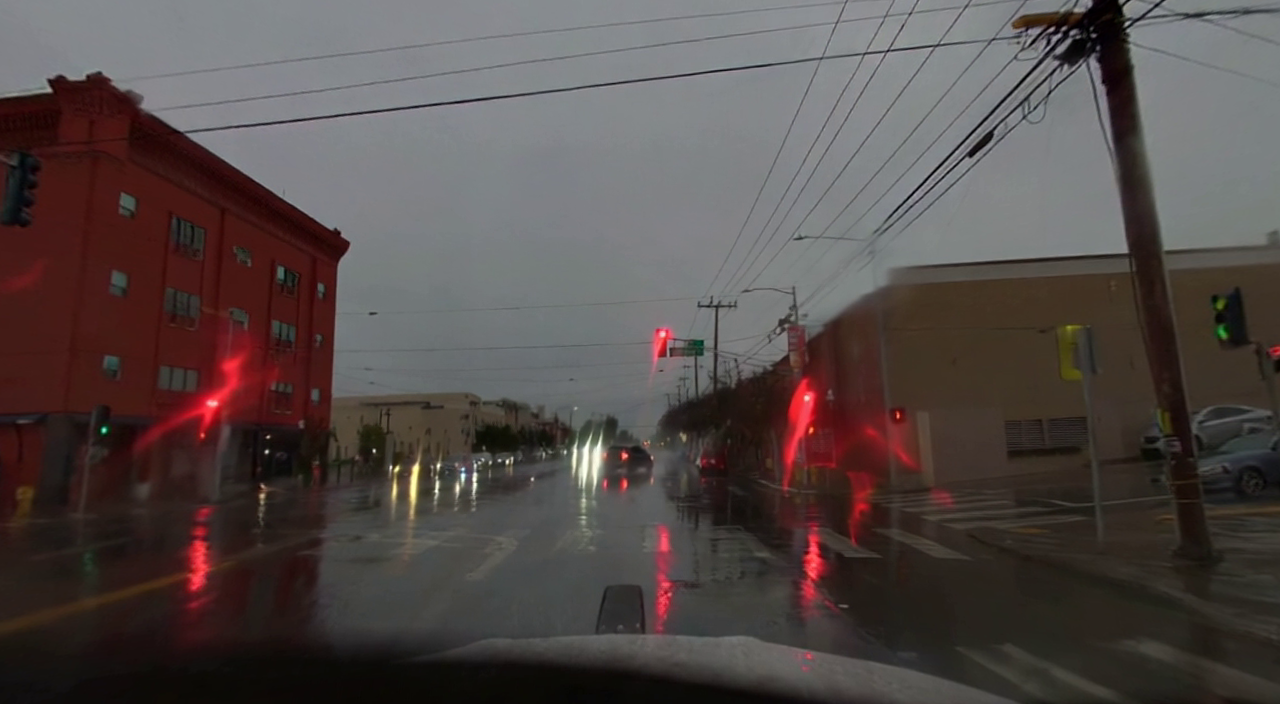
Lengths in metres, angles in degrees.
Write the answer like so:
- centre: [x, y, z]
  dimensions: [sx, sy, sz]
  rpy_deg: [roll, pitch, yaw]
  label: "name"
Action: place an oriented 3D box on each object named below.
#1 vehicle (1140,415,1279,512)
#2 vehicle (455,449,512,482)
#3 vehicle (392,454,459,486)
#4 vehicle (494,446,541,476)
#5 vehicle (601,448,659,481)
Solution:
- centre: [12.653, 2.207, 12.755]
  dimensions: [3.234, 1.746, 1.941]
  rpy_deg: [-2, -10, 1]
  label: "vehicle"
- centre: [-8.703, 6.324, 35.297]
  dimensions: [2.020, 1.672, 3.842]
  rpy_deg: [0, -9, 3]
  label: "vehicle"
- centre: [-12.005, 6.601, 35.591]
  dimensions: [1.943, 1.574, 4.727]
  rpy_deg: [0, -9, 3]
  label: "vehicle"
- centre: [-8.195, 7.316, 42.578]
  dimensions: [2.096, 1.830, 4.752]
  rpy_deg: [0, -9, 2]
  label: "vehicle"
- centre: [-0.461, 6.022, 34.016]
  dimensions: [2.120, 1.650, 4.525]
  rpy_deg: [-2, -9, 13]
  label: "vehicle"
